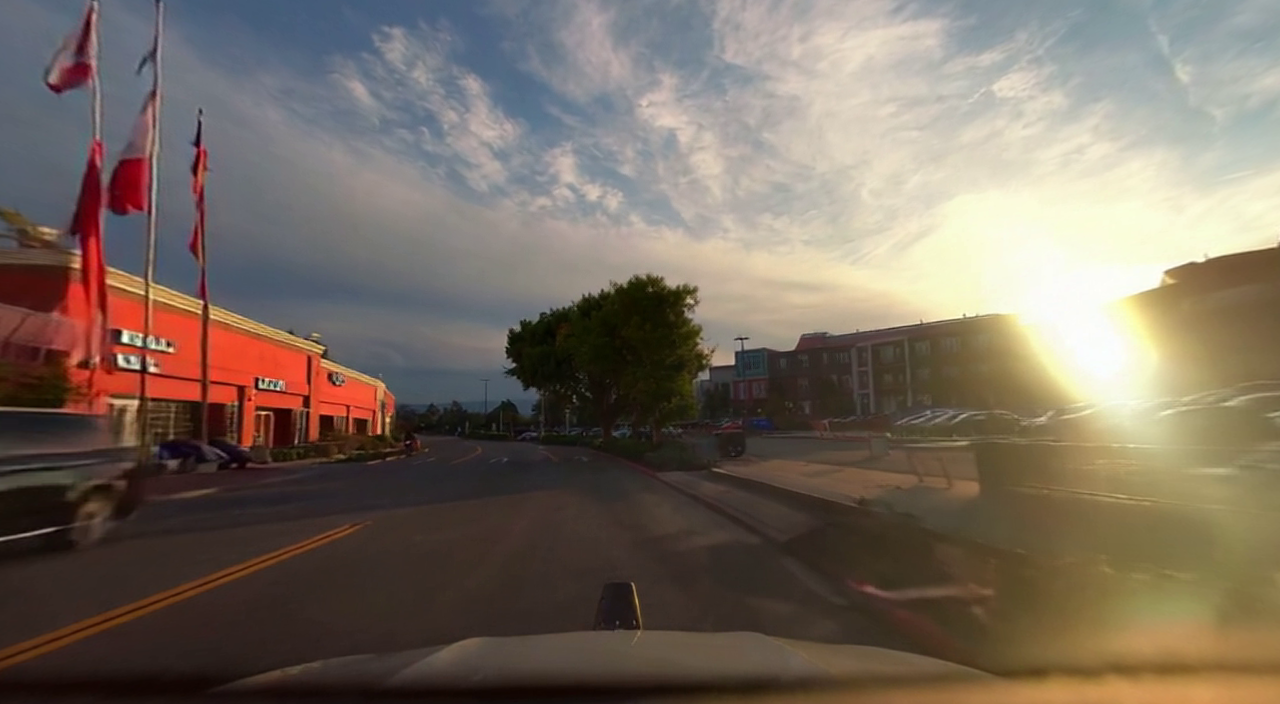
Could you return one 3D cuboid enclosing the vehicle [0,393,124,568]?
[{"bbox_3d":[-7.880,1.324,6.305,2.026,1.882,4.277,1,-8,-5],"label":"vehicle"}]

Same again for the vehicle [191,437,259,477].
[{"bbox_3d":[-17.736,4.447,27.065,1.778,1.584,2.802,3,-8,-20],"label":"vehicle"}]

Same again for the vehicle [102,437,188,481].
[{"bbox_3d":[-20.395,4.355,26.146,1.907,1.642,4.020,4,-9,-26],"label":"vehicle"}]
